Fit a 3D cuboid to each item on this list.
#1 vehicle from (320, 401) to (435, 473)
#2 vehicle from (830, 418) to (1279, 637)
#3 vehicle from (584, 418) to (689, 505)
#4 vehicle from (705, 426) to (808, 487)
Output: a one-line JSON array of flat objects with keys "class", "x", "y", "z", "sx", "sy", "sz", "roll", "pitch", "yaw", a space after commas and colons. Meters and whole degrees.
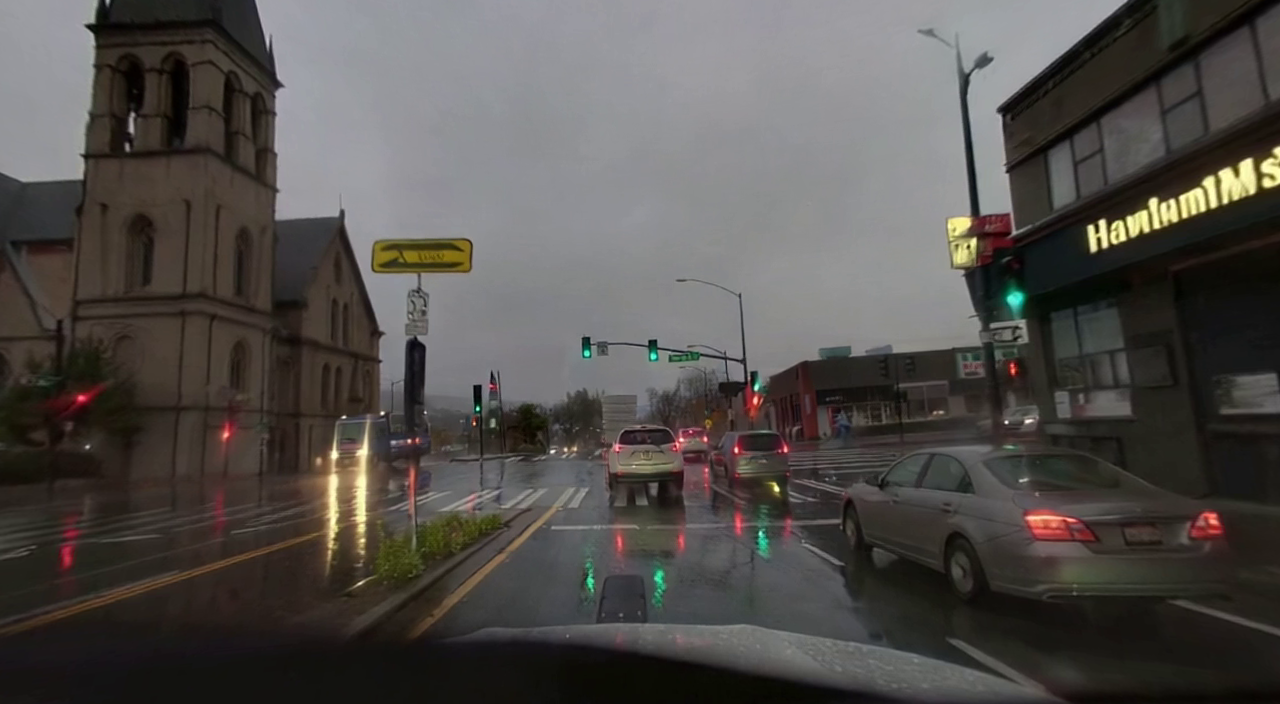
[{"class": "vehicle", "x": -15.346, "y": 5.142, "z": 37.932, "sx": 3.126, "sy": 3.773, "sz": 8.662, "roll": 0, "pitch": -8, "yaw": 0}, {"class": "vehicle", "x": 3.651, "y": 1.525, "z": 6.592, "sx": 1.883, "sy": 1.472, "sz": 4.471, "roll": 0, "pitch": -8, "yaw": -1}, {"class": "vehicle", "x": -0.176, "y": 2.576, "z": 15.204, "sx": 2.168, "sy": 1.776, "sz": 4.135, "roll": 0, "pitch": -8, "yaw": -3}, {"class": "vehicle", "x": 3.122, "y": 2.918, "z": 17.883, "sx": 1.890, "sy": 1.491, "sz": 4.166, "roll": 0, "pitch": -8, "yaw": -4}]
